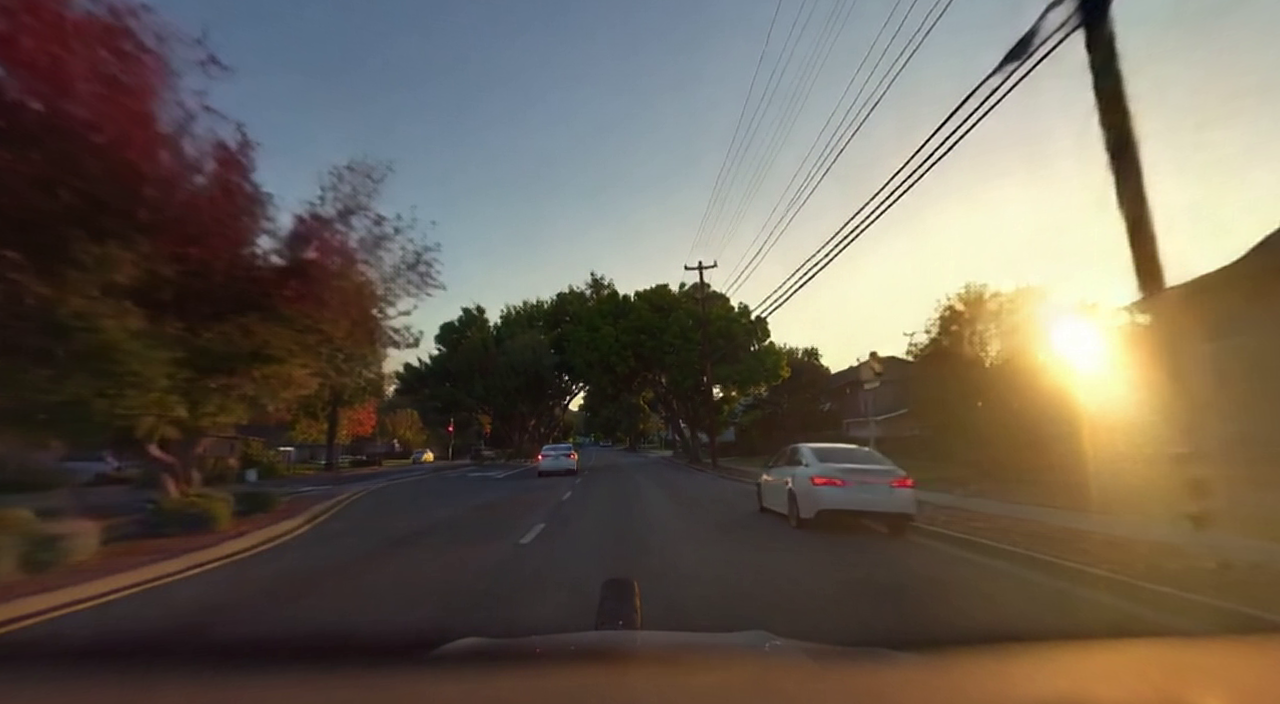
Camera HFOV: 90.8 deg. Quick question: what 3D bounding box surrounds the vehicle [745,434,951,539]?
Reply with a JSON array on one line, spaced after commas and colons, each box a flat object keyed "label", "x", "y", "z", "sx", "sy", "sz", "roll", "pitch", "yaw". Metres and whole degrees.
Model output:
[{"label": "vehicle", "x": 3.328, "y": 2.240, "z": 11.288, "sx": 2.074, "sy": 1.450, "sz": 4.621, "roll": 0, "pitch": -8, "yaw": 0}]

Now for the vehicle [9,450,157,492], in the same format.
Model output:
[{"label": "vehicle", "x": -25.910, "y": 5.515, "z": 29.576, "sx": 4.661, "sy": 1.800, "sz": 2.045, "roll": 1, "pitch": -8, "yaw": -12}]

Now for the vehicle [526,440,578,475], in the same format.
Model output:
[{"label": "vehicle", "x": -4.014, "y": 4.878, "z": 29.583, "sx": 2.041, "sy": 1.471, "sz": 4.602, "roll": 0, "pitch": -8, "yaw": -3}]
